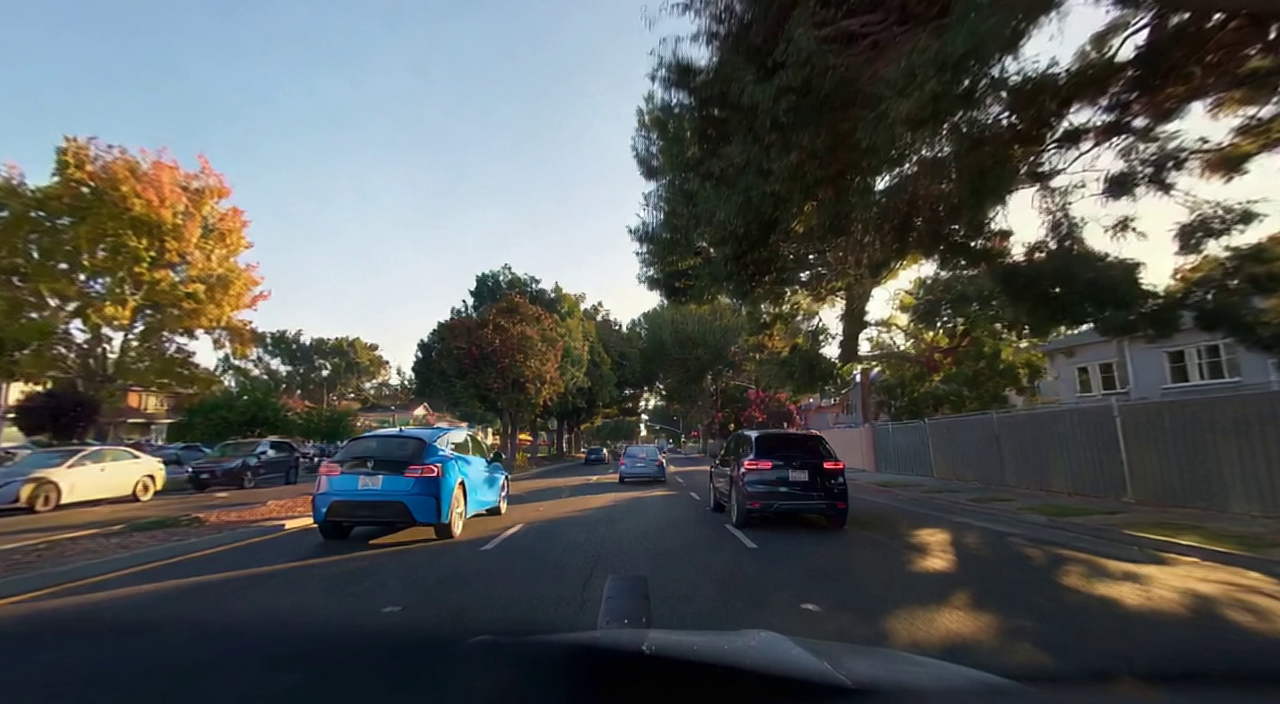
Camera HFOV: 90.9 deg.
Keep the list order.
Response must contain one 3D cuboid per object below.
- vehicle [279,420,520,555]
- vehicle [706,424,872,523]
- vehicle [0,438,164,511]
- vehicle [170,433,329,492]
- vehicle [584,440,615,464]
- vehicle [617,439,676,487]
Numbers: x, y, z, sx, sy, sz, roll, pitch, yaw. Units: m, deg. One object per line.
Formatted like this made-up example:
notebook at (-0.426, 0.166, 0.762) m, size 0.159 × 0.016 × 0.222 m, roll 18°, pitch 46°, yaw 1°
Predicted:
vehicle at (-3.521, 2.074, 10.426) m, size 2.043 × 1.687 × 4.676 m, roll 0°, pitch -8°, yaw 1°
vehicle at (2.894, 2.496, 13.469) m, size 2.280 × 1.747 × 4.361 m, roll 1°, pitch -8°, yaw -3°
vehicle at (-16.120, 3.205, 16.850) m, size 2.318 × 1.684 × 5.150 m, roll -3°, pitch -8°, yaw 9°
vehicle at (-12.477, 3.563, 20.635) m, size 1.928 × 1.675 × 4.900 m, roll 0°, pitch -8°, yaw 2°
vehicle at (-3.135, 7.795, 49.399) m, size 2.014 × 1.755 × 4.360 m, roll 0°, pitch -8°, yaw 1°
vehicle at (0.226, 3.917, 22.546) m, size 1.922 × 1.579 × 3.642 m, roll 0°, pitch -8°, yaw 0°
